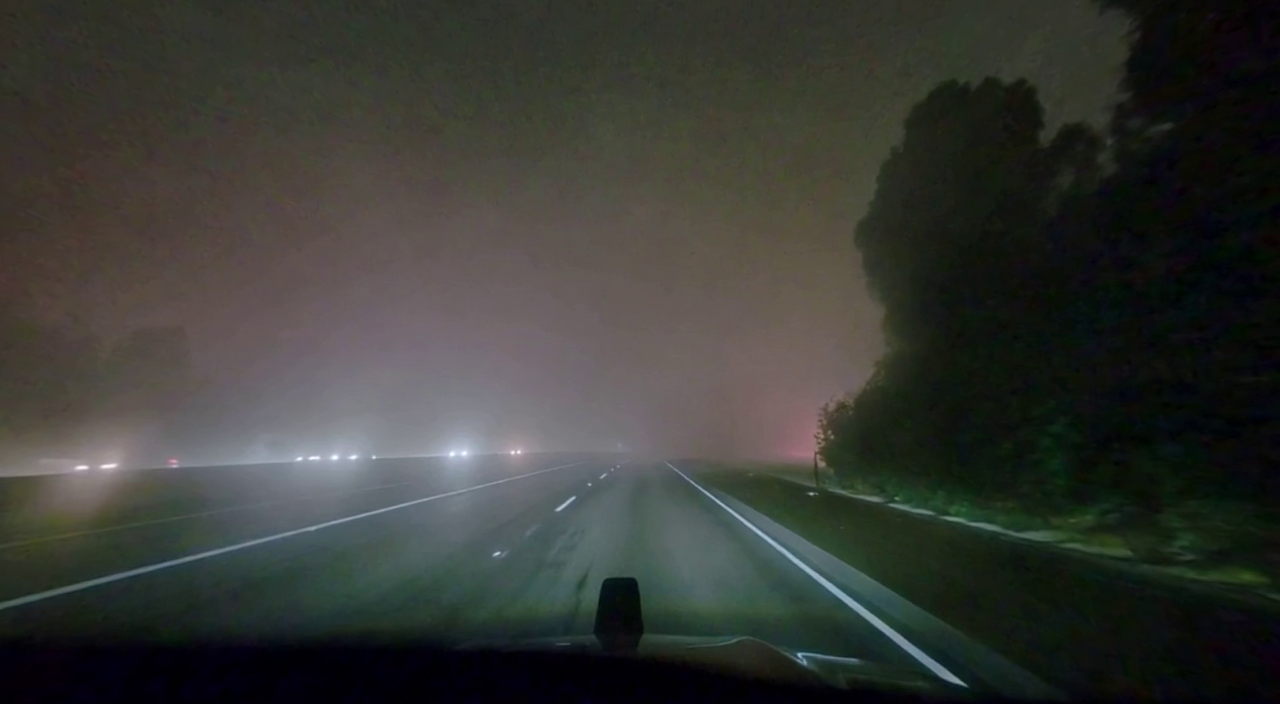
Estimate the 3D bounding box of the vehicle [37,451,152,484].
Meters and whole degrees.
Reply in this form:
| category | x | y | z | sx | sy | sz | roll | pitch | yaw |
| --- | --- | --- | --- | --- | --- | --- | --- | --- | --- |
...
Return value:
| category | x | y | z | sx | sy | sz | roll | pitch | yaw |
| --- | --- | --- | --- | --- | --- | --- | --- | --- | --- |
| vehicle | -35.732 | 7.519 | 41.544 | 2.235 | 1.961 | 5.862 | 0 | -9 | 1 |
